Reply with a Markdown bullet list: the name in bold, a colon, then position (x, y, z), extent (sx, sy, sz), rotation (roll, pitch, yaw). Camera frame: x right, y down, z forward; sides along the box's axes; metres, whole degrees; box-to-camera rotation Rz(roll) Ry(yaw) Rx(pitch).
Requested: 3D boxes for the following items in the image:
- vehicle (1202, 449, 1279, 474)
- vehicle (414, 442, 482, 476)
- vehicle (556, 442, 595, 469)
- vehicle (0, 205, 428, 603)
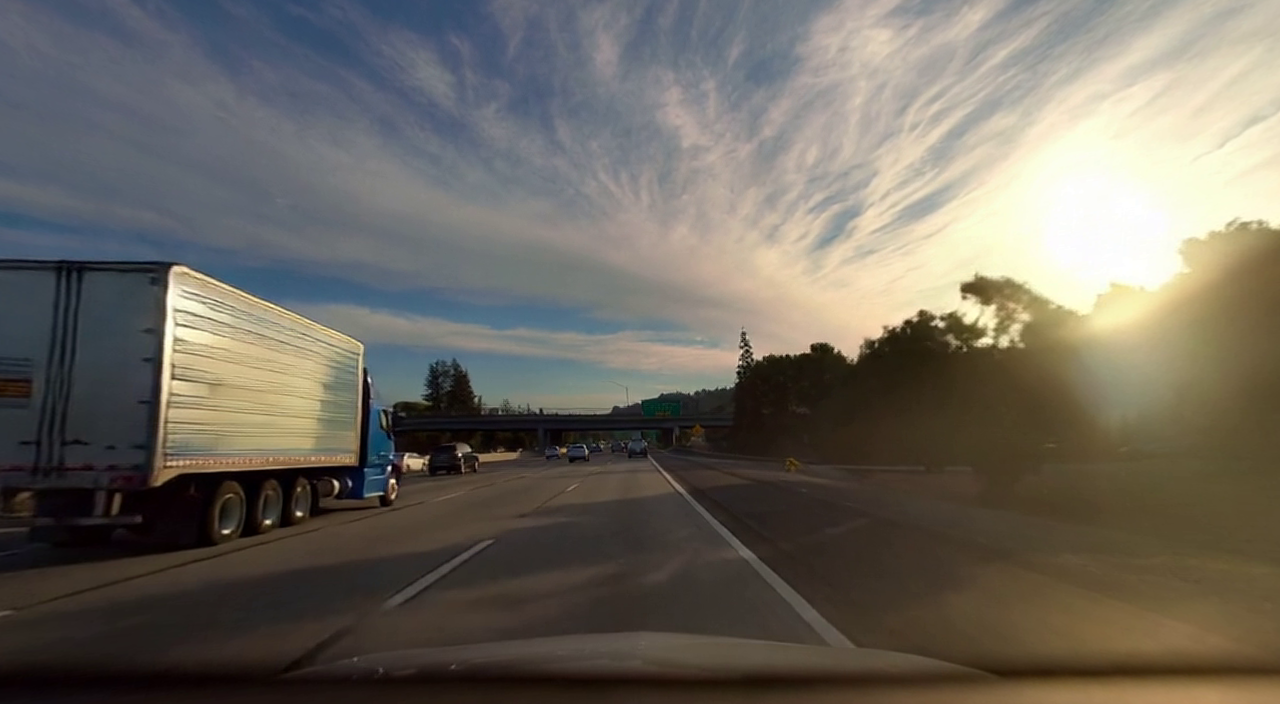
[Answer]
- **vehicle**: position (43.290, 7.776, 44.928), extent (4.134, 1.691, 2.097), rotation (-3, -9, 17)
- **vehicle**: position (-10.806, 6.065, 35.906), extent (2.146, 1.764, 5.510), rotation (0, -9, 0)
- **vehicle**: position (-4.212, 6.842, 41.672), extent (2.094, 1.695, 4.260), rotation (0, -9, 0)
- **vehicle**: position (-7.216, 1.186, 11.218), extent (3.303, 3.868, 10.298), rotation (0, -9, 0)
